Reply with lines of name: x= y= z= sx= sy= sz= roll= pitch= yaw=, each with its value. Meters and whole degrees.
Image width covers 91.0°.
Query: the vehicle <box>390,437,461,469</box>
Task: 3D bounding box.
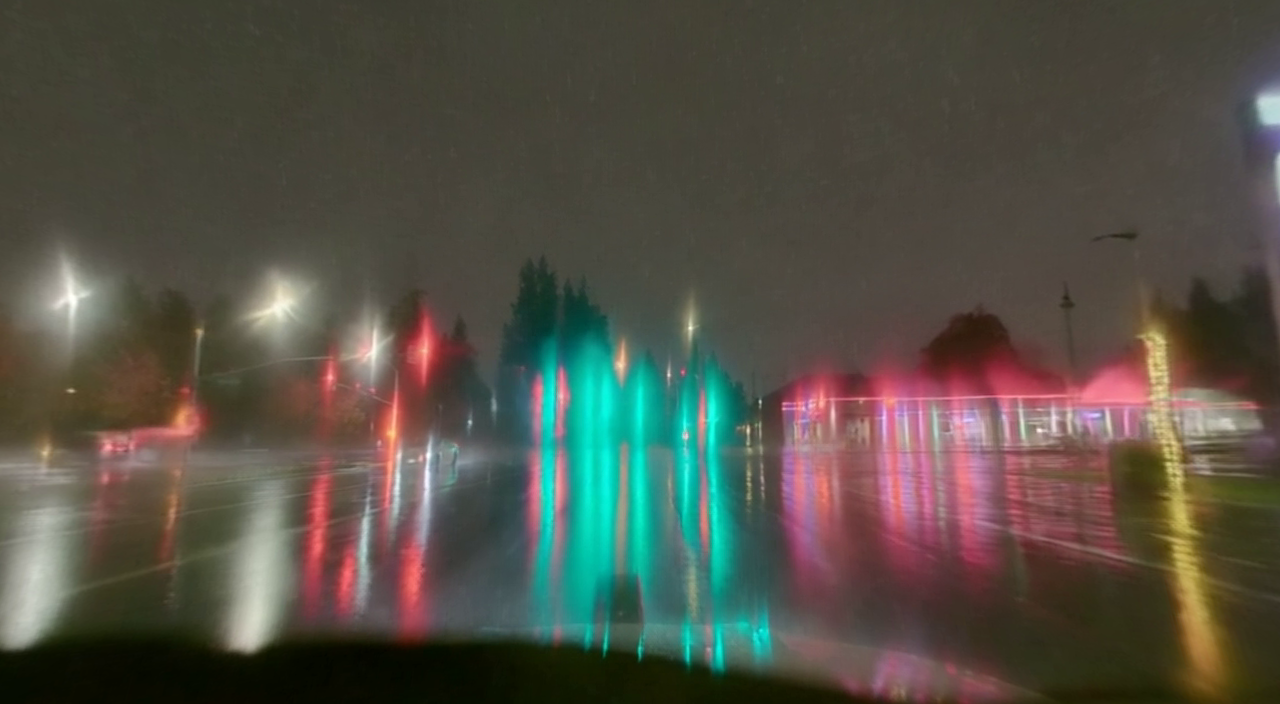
vehicle: x=-10.721 y=5.095 z=31.851 sx=1.924 sy=1.502 sz=4.727 roll=0 pitch=-9 yaw=0
